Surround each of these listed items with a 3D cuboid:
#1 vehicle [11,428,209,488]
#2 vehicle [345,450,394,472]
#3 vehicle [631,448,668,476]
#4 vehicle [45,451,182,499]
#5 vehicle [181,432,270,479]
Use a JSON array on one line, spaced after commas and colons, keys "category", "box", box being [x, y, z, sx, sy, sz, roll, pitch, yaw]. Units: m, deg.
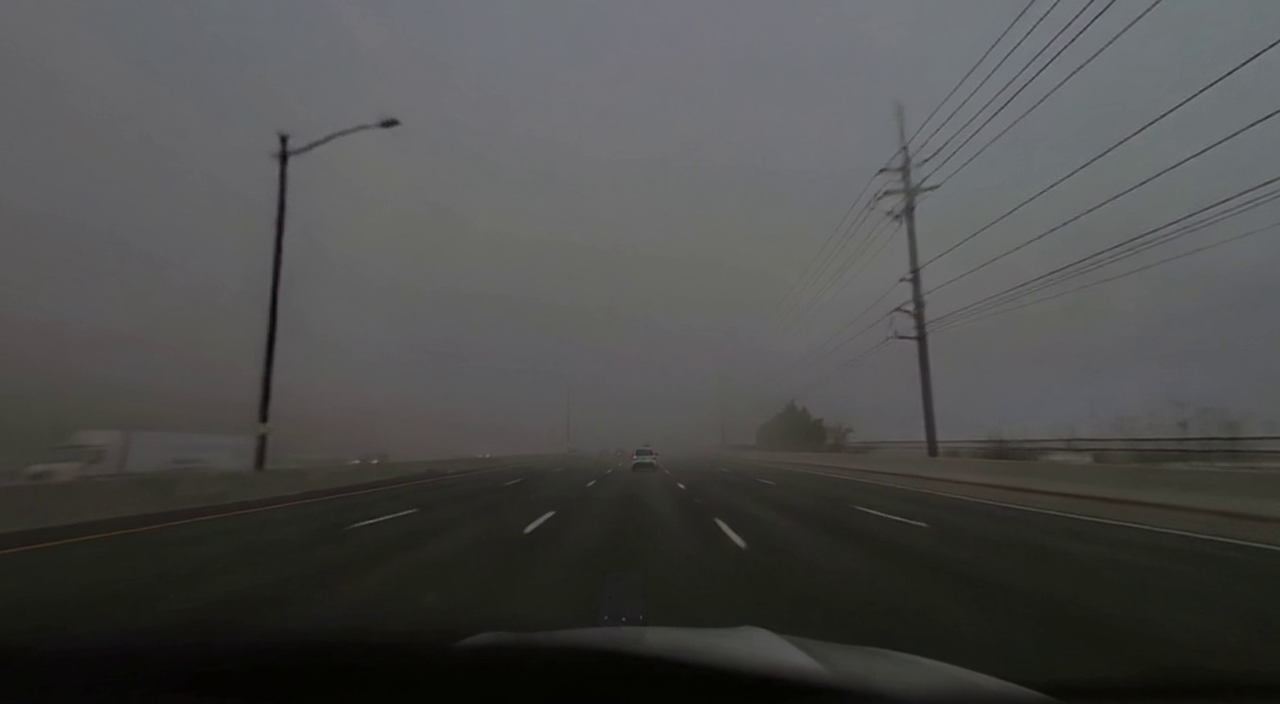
[{"category": "vehicle", "box": [-30.329, 6.110, 36.987, 3.093, 3.028, 9.516, -1, -8, 2]}, {"category": "vehicle", "box": [-20.388, 8.196, 47.658, 1.865, 1.501, 3.752, -1, -8, 3]}, {"category": "vehicle", "box": [0.474, 5.965, 34.485, 1.891, 1.444, 3.968, 0, -8, 0]}, {"category": "vehicle", "box": [-16.581, 3.847, 20.080, 1.440, 1.339, 3.287, -1, -9, 2]}, {"category": "vehicle", "box": [-30.399, 7.550, 46.544, 2.799, 3.222, 5.239, -1, -7, 1]}]
